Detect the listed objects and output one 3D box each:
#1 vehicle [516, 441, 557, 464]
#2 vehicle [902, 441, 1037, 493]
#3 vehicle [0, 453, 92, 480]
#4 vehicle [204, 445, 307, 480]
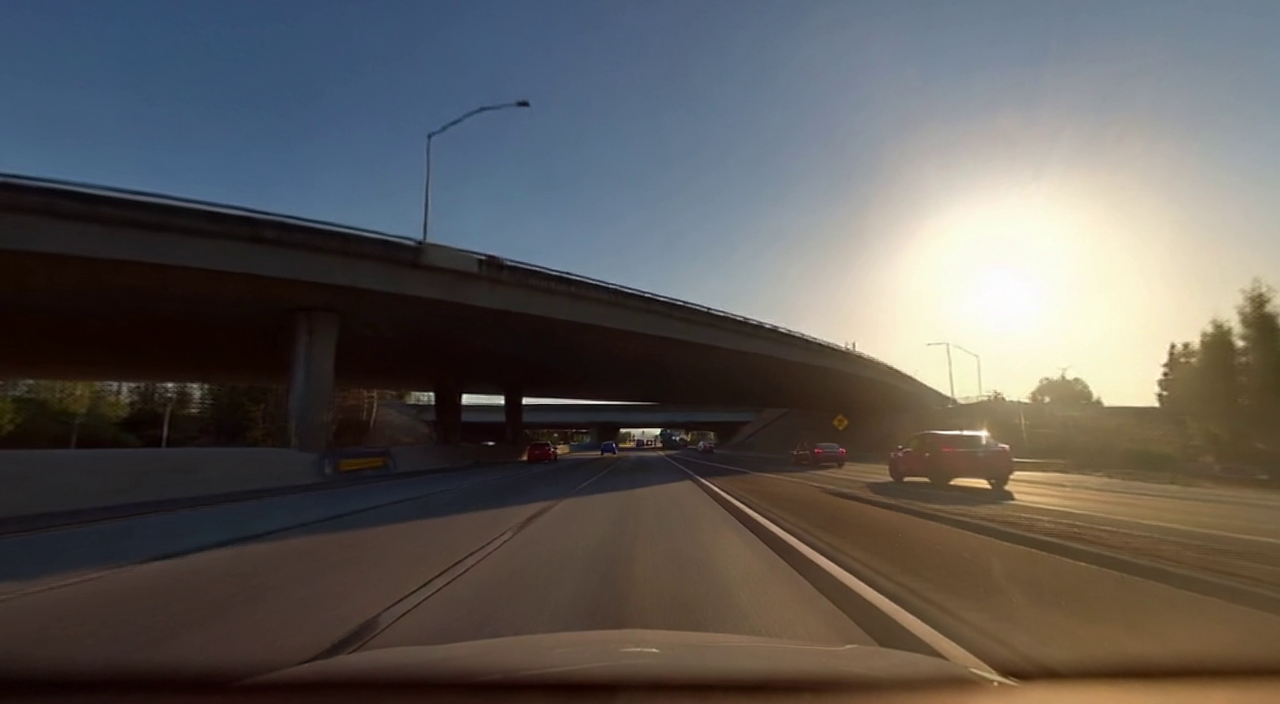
[{"bbox_3d":[-6.973,6.833,42.991,1.987,1.486,4.174,0,-8,2],"label":"vehicle"},{"bbox_3d":[10.597,3.688,20.696,2.000,1.515,4.188,0,-8,-3],"label":"vehicle"},{"bbox_3d":[-37.182,7.075,39.198,1.896,1.458,4.710,-1,-8,2],"label":"vehicle"},{"bbox_3d":[-17.469,5.007,28.957,1.849,1.463,4.400,0,-8,2],"label":"vehicle"}]
